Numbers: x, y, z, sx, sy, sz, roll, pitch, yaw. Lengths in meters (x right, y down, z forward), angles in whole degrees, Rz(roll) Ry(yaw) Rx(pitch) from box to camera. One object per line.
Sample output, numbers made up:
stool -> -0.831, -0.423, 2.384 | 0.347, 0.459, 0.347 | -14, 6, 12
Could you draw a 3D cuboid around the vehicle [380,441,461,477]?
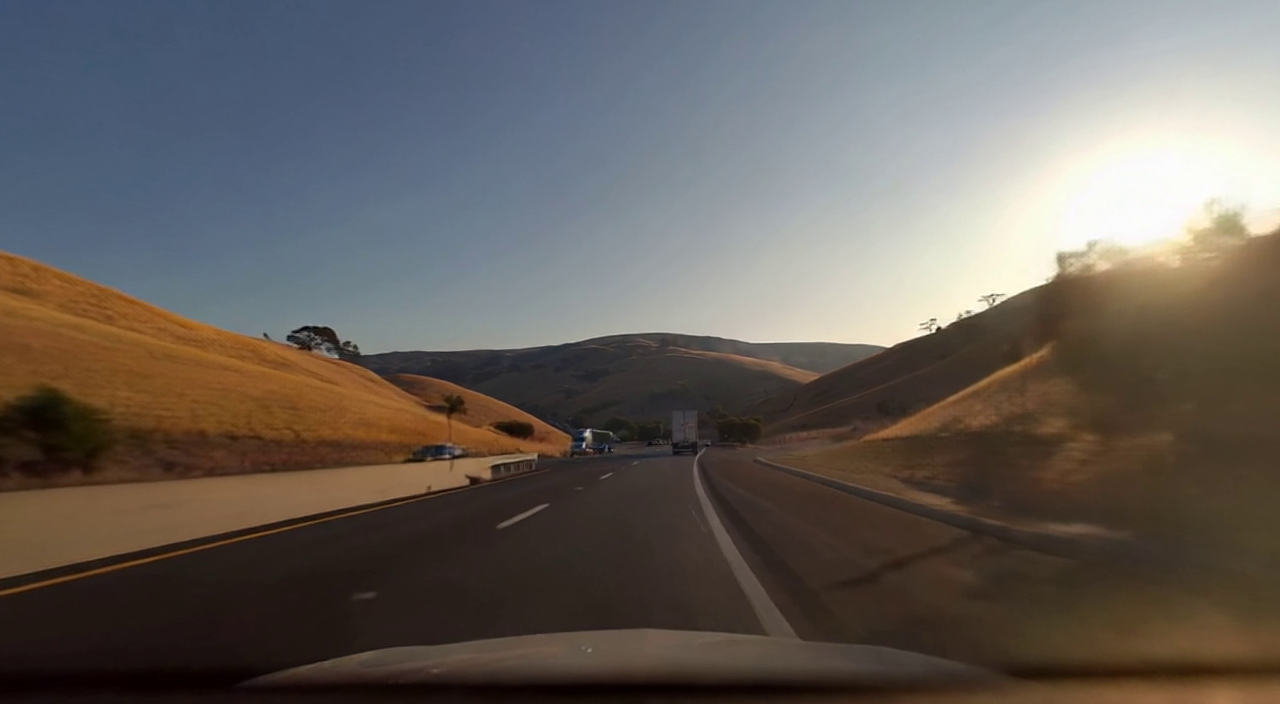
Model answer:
vehicle -> -9.965, 4.887, 28.968 | 1.994, 1.486, 4.395 | -1, -8, 2
